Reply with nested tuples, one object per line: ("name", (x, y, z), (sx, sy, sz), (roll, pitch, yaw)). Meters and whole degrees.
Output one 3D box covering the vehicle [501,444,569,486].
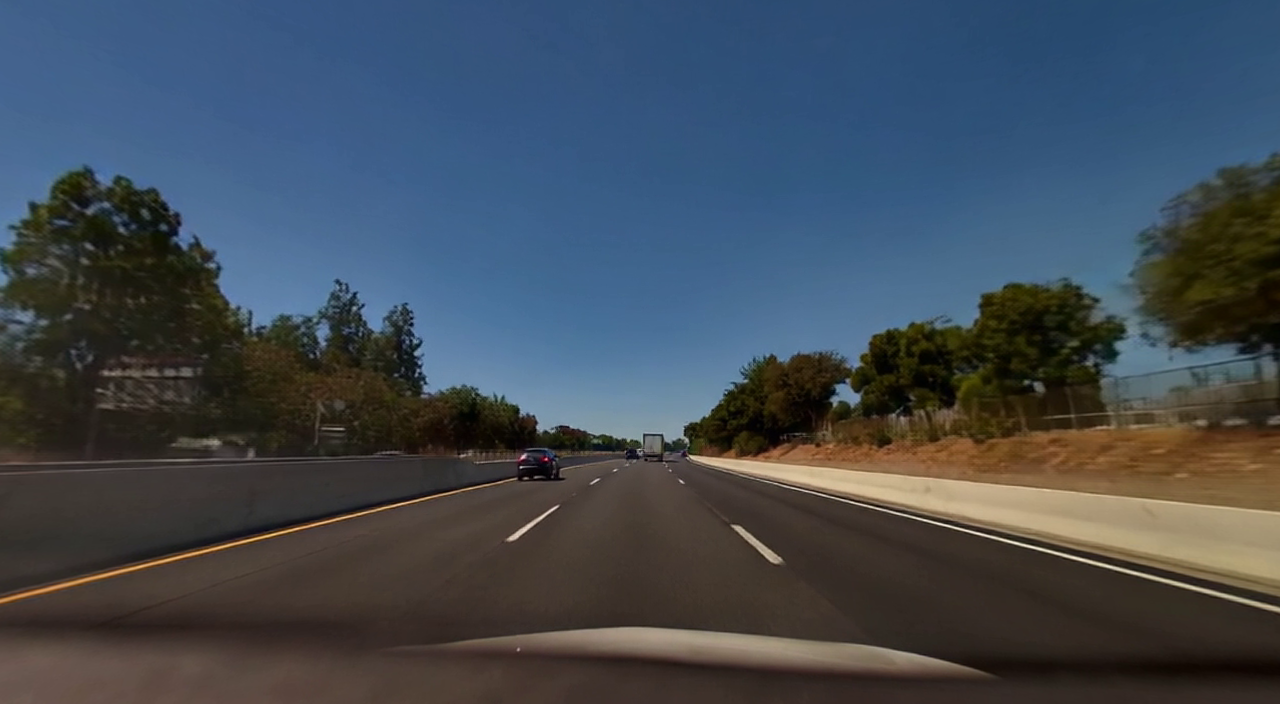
("vehicle", (-4.203, 4.603, 25.997), (2.035, 1.595, 4.022), (0, -9, 1))
